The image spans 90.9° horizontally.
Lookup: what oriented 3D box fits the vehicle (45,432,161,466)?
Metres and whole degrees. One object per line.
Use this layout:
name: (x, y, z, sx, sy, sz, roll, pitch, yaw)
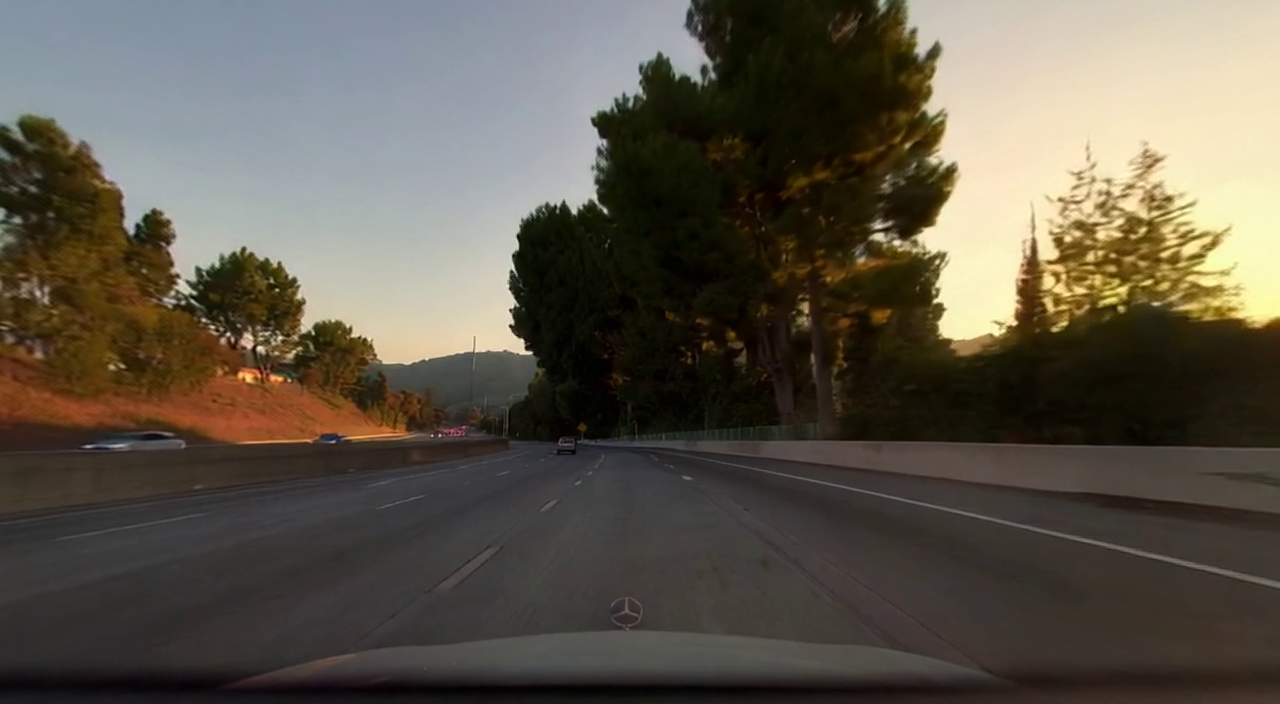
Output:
vehicle: (-26.758, 4.840, 31.677, 2.007, 1.564, 4.506, 0, -8, -4)
